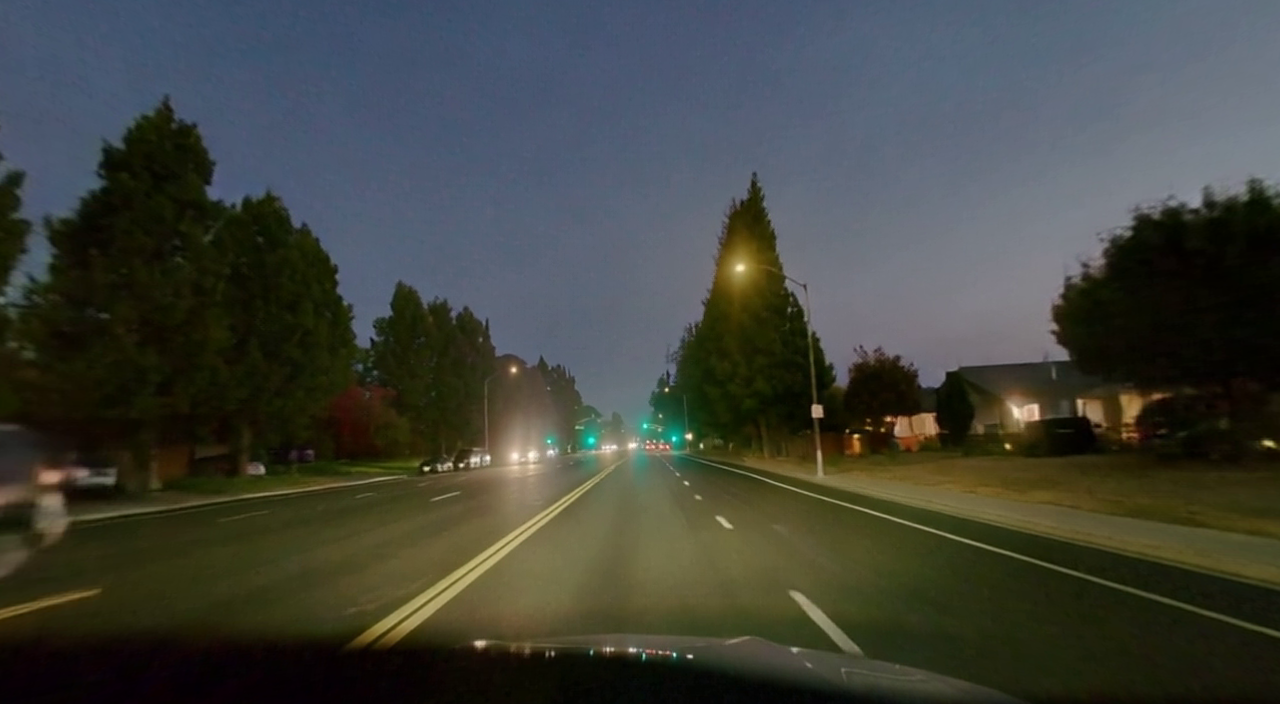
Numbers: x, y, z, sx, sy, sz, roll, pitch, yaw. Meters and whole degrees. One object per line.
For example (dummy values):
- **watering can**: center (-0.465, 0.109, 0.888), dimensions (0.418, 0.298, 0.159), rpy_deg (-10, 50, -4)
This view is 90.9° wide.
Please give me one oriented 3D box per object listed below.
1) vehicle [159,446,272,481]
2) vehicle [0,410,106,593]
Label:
- **vehicle**: center (-22.426, 5.885, 33.431), dimensions (4.530, 1.769, 2.003), rpy_deg (0, -8, 1)
- **vehicle**: center (-7.170, 1.290, 5.039), dimensions (2.000, 1.738, 4.251), rpy_deg (0, -8, 1)
